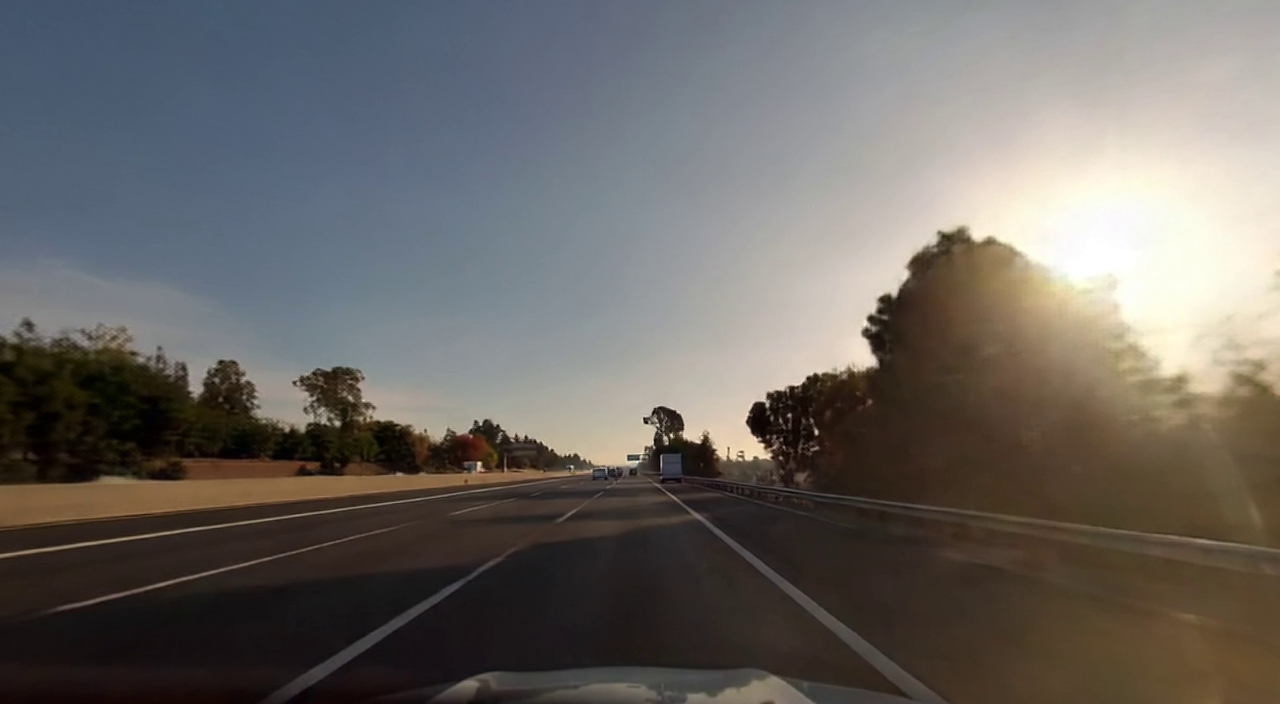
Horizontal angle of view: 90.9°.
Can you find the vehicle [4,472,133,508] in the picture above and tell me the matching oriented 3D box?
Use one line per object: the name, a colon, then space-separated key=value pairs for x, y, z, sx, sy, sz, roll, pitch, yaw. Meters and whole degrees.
vehicle: x=-26.667 y=6.434 z=29.665 sx=1.857 sy=1.530 sz=4.453 roll=1 pitch=-10 yaw=0
